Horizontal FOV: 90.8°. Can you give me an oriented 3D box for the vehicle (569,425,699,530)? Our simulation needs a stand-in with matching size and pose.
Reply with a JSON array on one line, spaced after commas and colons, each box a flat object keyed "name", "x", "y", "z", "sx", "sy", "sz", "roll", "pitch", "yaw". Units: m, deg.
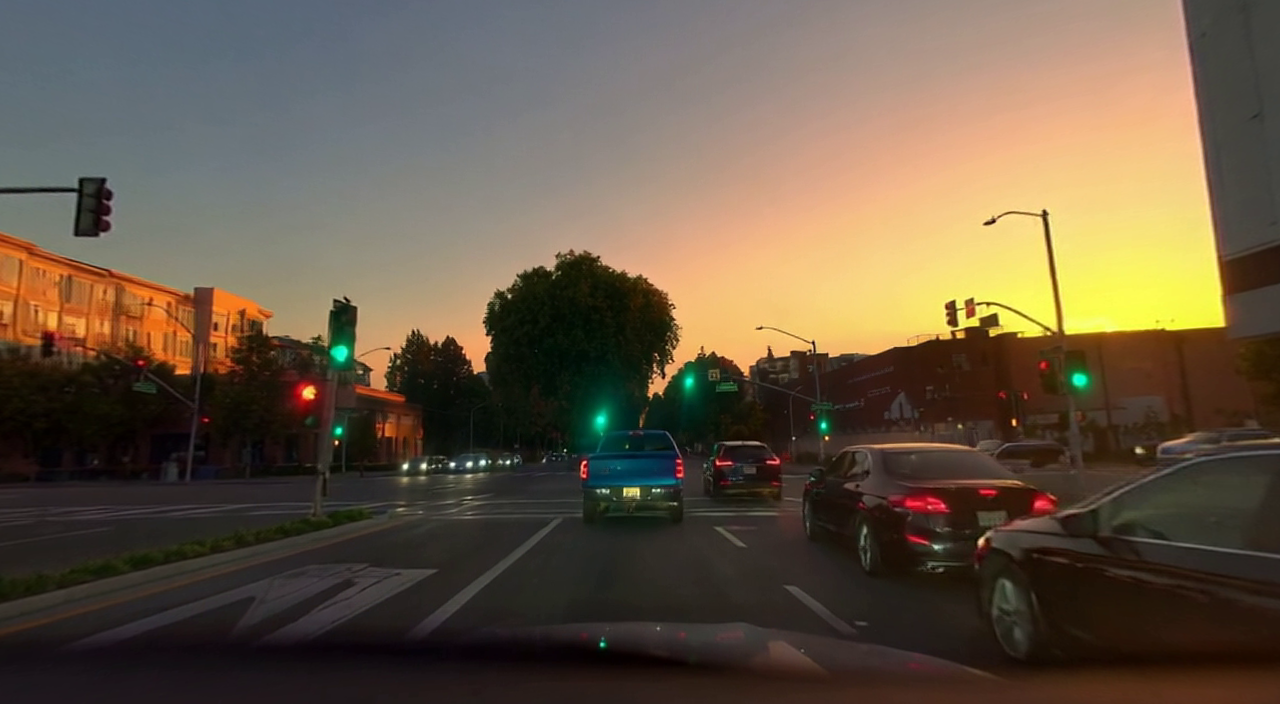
[{"name": "vehicle", "x": -0.192, "y": 2.618, "z": 13.813, "sx": 2.344, "sy": 1.883, "sz": 4.572, "roll": 0, "pitch": -8, "yaw": -2}]

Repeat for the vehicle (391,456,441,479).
[{"name": "vehicle", "x": -15.848, "y": 8.193, "z": 44.957, "sx": 1.915, "sy": 1.491, "sz": 4.347, "roll": 0, "pitch": -8, "yaw": 0}]

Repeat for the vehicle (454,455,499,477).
[{"name": "vehicle", "x": -11.797, "y": 8.239, "z": 45.832, "sx": 1.989, "sy": 1.459, "sz": 4.667, "roll": 0, "pitch": -8, "yaw": 0}]

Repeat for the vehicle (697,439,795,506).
[{"name": "vehicle", "x": 3.043, "y": 3.559, "z": 19.179, "sx": 2.013, "sy": 1.742, "sz": 4.424, "roll": 0, "pitch": -8, "yaw": -2}]

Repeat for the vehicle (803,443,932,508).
[{"name": "vehicle", "x": 6.428, "y": 3.501, "z": 18.435, "sx": 2.002, "sy": 1.651, "sz": 4.305, "roll": 0, "pitch": -8, "yaw": -2}]

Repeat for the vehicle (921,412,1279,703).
[{"name": "vehicle", "x": 3.227, "y": 1.010, "z": 2.637, "sx": 2.057, "sy": 1.463, "sz": 4.365, "roll": 0, "pitch": -8, "yaw": -1}]
